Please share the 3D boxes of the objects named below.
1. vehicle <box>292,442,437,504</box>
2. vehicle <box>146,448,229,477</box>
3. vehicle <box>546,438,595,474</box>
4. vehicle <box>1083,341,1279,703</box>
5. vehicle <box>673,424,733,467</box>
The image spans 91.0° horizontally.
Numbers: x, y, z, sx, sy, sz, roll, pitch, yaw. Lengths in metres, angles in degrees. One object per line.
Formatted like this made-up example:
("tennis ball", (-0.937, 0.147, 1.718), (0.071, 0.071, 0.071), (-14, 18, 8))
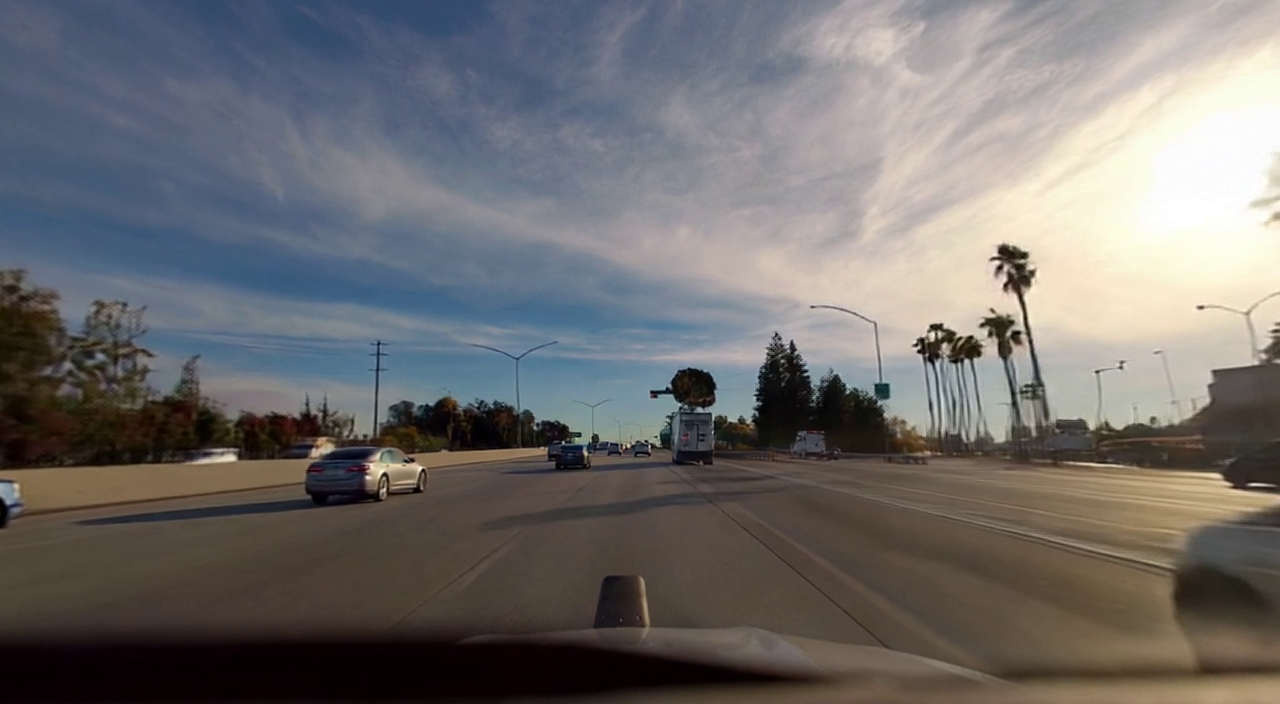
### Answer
("vehicle", (-7.469, 3.312, 17.646), (2.050, 1.487, 4.372), (0, -9, 0))
("vehicle", (-24.579, 5.999, 34.358), (1.672, 1.496, 3.693), (0, -9, 1))
("vehicle", (-3.479, 5.303, 32.161), (2.017, 1.683, 4.094), (0, -9, 0))
("vehicle", (3.746, 0.619, 1.474), (2.124, 1.674, 4.494), (0, -9, 0))
("vehicle", (4.274, 6.923, 46.309), (2.891, 2.596, 15.534), (0, -9, 0))
